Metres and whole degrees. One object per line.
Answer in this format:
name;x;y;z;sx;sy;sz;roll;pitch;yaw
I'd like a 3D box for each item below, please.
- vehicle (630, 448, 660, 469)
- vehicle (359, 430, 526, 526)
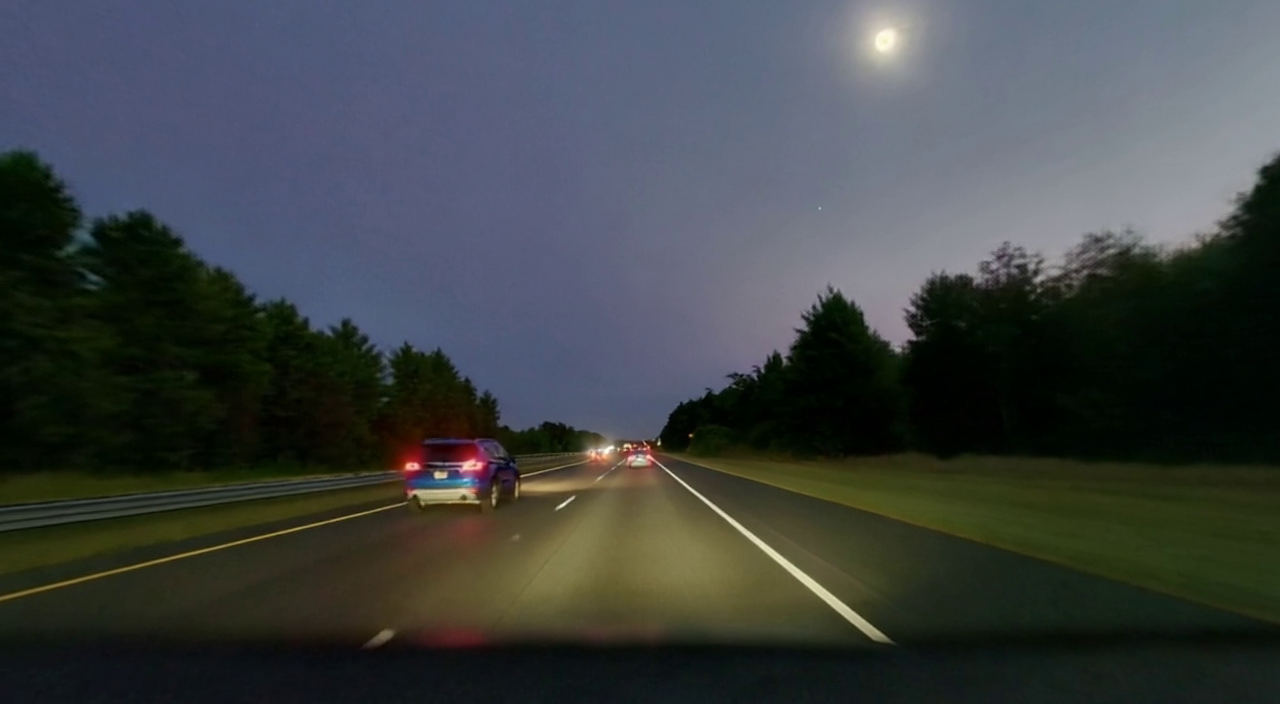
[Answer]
vehicle;0.295;7.598;45.293;2.046;1.452;4.407;0;-9;-1
vehicle;-3.850;2.531;13.230;2.100;1.667;4.223;0;-9;0
